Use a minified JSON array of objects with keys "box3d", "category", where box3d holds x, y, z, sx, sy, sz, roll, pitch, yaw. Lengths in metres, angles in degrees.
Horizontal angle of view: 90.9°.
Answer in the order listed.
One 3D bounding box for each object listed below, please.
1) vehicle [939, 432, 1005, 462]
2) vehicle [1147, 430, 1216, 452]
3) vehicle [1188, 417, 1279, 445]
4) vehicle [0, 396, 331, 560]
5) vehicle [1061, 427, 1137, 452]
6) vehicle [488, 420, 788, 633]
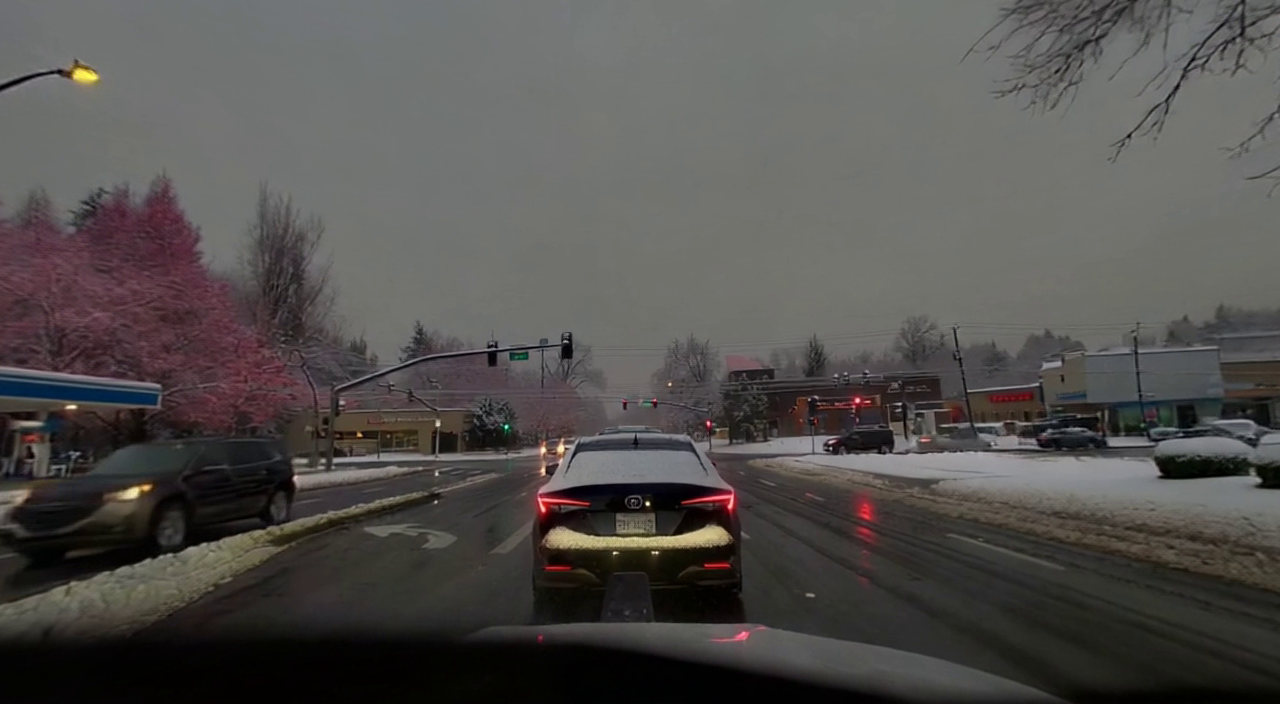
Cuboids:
[{"box3d":[18.385,5.244,34.848,2.053,1.495,4.091,-8,-12,44],"category":"vehicle"},{"box3d":[40.941,6.715,47.700,3.573,1.432,1.604,-3,-8,1],"category":"vehicle"},{"box3d":[36.320,4.872,38.460,1.848,1.581,4.475,-1,-8,3],"category":"vehicle"},{"box3d":[-7.716,2.000,10.785,2.378,2.084,5.225,0,-8,-3],"category":"vehicle"},{"box3d":[34.790,6.627,47.845,4.294,1.557,1.744,-4,-7,1],"category":"vehicle"},{"box3d":[-0.028,1.535,6.547,2.112,1.482,4.057,0,-8,0],"category":"vehicle"}]
